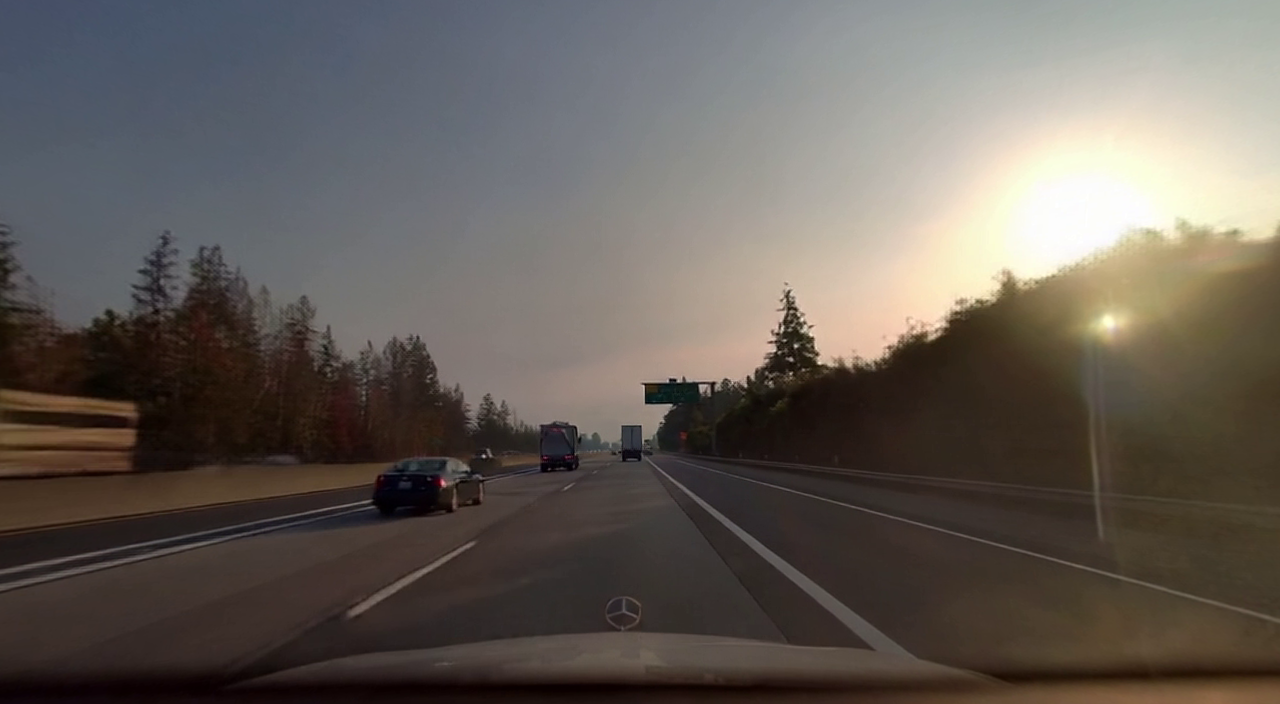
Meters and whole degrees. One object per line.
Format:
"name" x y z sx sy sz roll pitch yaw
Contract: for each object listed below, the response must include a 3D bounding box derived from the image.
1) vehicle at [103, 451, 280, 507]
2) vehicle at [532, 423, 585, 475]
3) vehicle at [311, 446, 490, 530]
"vehicle" -13.328 3.767 19.213 1.971 1.498 4.598 0 -9 1
"vehicle" -4.709 5.773 37.468 2.368 2.813 6.329 0 -9 0
"vehicle" -4.774 2.771 13.470 1.979 1.459 4.643 0 -9 1
